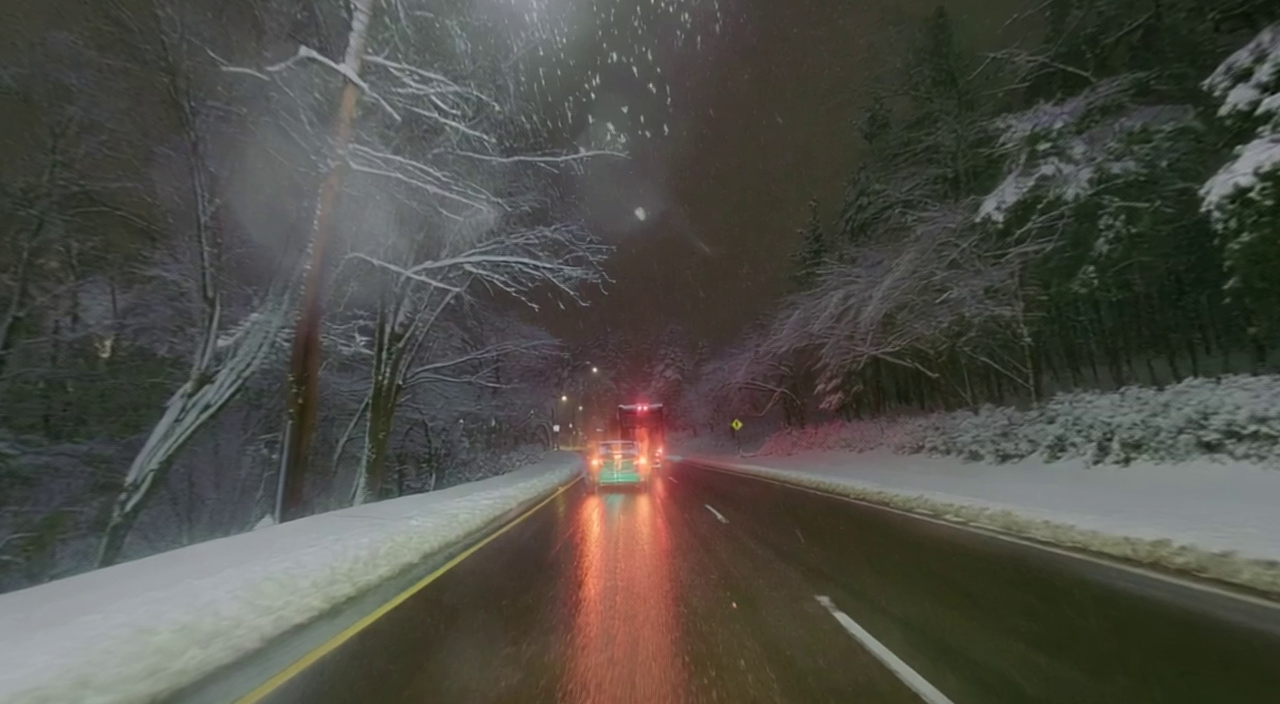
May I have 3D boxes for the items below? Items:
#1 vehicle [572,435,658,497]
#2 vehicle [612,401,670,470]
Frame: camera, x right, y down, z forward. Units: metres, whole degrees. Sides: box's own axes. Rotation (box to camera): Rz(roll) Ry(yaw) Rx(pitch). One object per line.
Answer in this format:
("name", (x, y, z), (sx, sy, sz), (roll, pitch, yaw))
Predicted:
("vehicle", (-0.597, 3.097, 17.445), (2.076, 1.490, 4.078), (0, -9, 0))
("vehicle", (-0.012, 5.338, 39.513), (3.085, 3.682, 11.755), (0, -9, -1))
